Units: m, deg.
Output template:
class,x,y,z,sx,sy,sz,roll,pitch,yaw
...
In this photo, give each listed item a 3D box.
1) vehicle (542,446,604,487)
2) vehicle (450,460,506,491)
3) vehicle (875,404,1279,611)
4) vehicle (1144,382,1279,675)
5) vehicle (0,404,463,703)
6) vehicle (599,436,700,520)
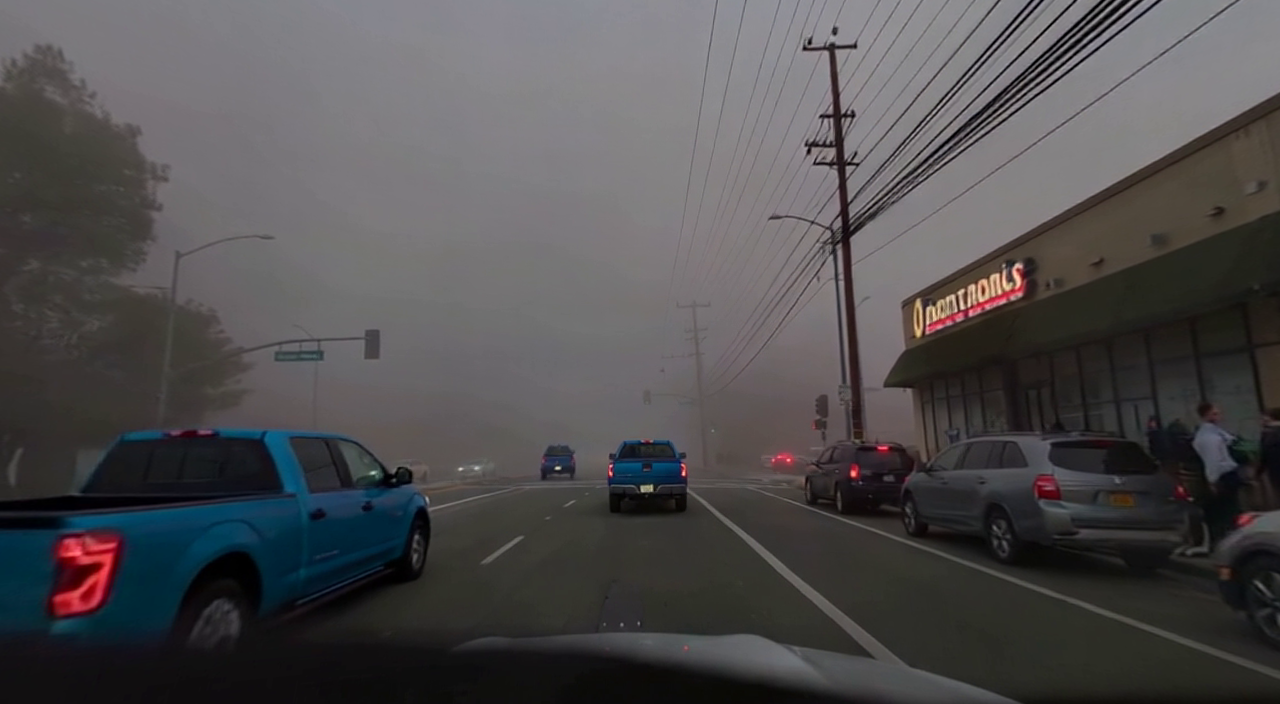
class,x,y,z,sx,sy,sz,roll,pitch,yaw
vehicle,-3.135,5.530,30.811,2.140,1.768,5.092,0,-9,4
vehicle,-9.172,6.988,35.967,1.918,1.522,4.486,0,-9,1
vehicle,4.921,1.733,8.016,2.007,1.786,4.870,0,-9,0
vehicle,4.884,0.875,2.490,2.014,1.755,4.520,0,-9,0
vehicle,-3.145,1.342,4.935,1.995,1.554,4.618,0,-9,2
vehicle,0.374,2.957,15.433,2.089,1.699,4.650,0,-9,4
